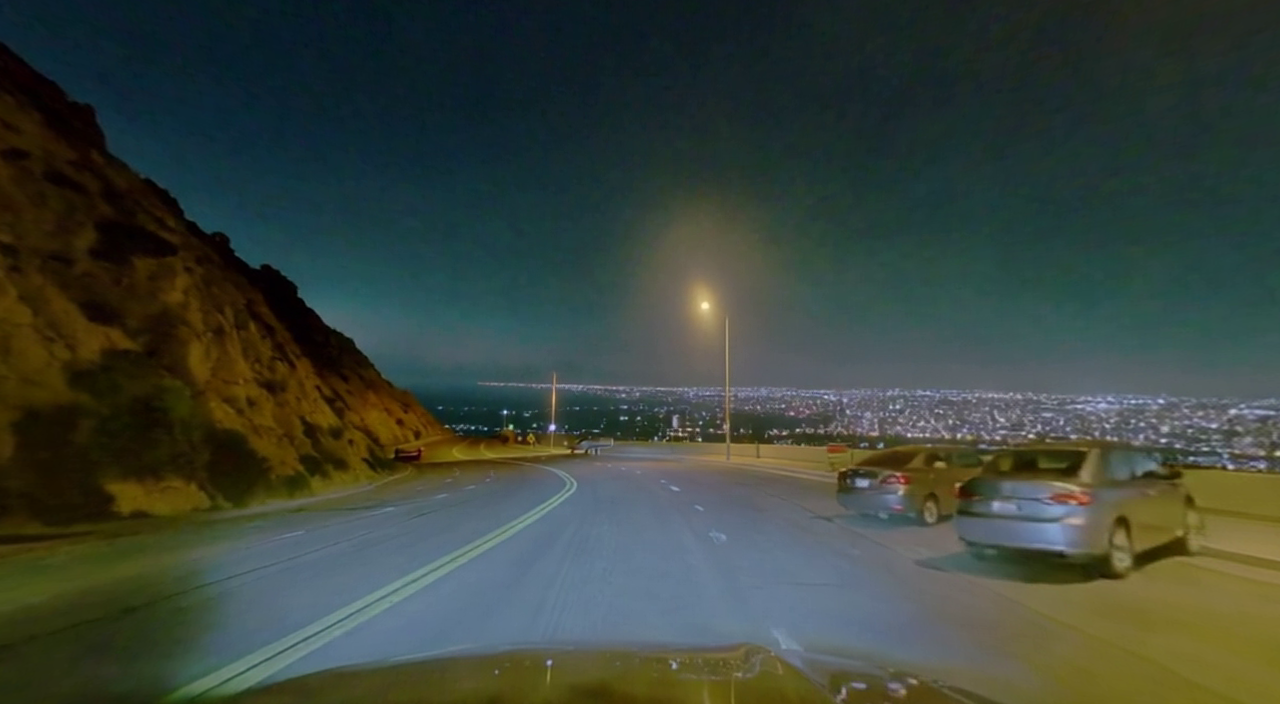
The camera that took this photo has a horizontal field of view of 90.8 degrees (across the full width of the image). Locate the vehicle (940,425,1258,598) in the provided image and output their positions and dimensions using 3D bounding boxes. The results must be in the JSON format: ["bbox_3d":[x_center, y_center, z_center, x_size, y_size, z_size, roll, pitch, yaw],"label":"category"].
[{"bbox_3d":[5.892,1.742,7.902,4.609,1.505,2.061,7,-11,-40],"label":"vehicle"}]
